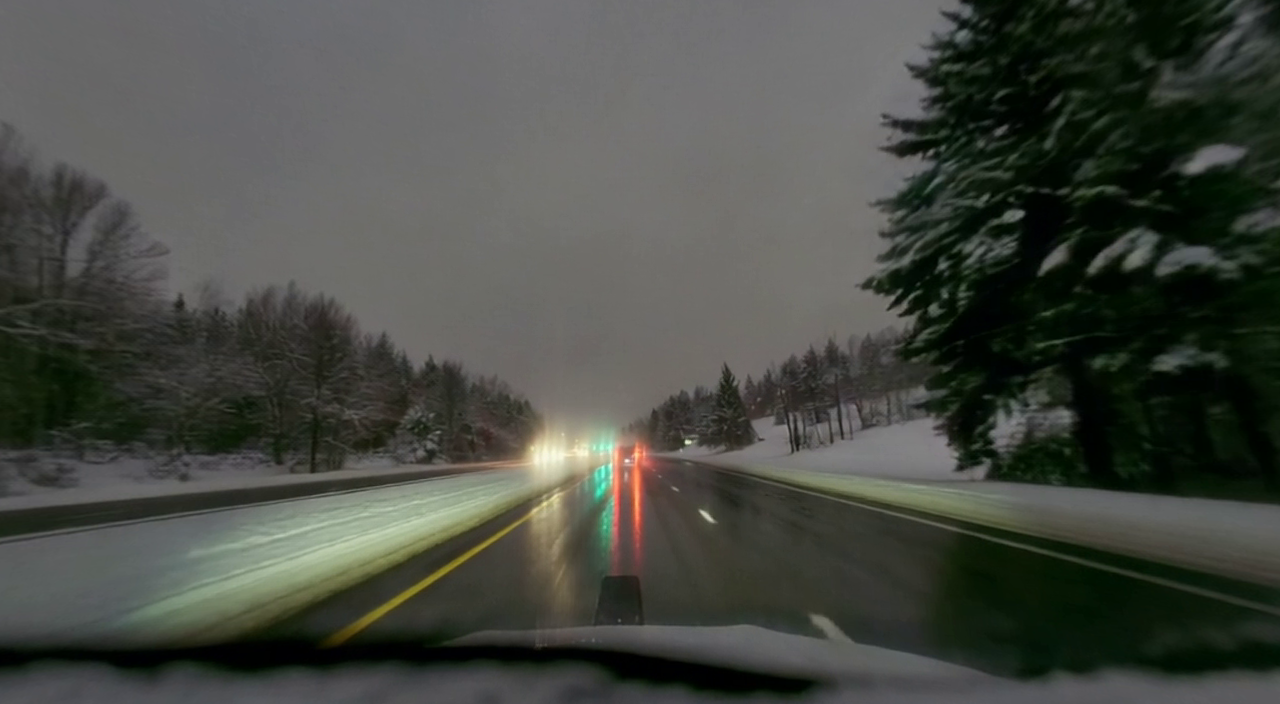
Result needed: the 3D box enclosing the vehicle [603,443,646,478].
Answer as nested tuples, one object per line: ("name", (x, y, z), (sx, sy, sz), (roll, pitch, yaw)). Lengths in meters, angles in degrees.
("vehicle", (-0.779, 5.863, 34.195), (2.120, 1.715, 4.153), (0, -9, 1))
